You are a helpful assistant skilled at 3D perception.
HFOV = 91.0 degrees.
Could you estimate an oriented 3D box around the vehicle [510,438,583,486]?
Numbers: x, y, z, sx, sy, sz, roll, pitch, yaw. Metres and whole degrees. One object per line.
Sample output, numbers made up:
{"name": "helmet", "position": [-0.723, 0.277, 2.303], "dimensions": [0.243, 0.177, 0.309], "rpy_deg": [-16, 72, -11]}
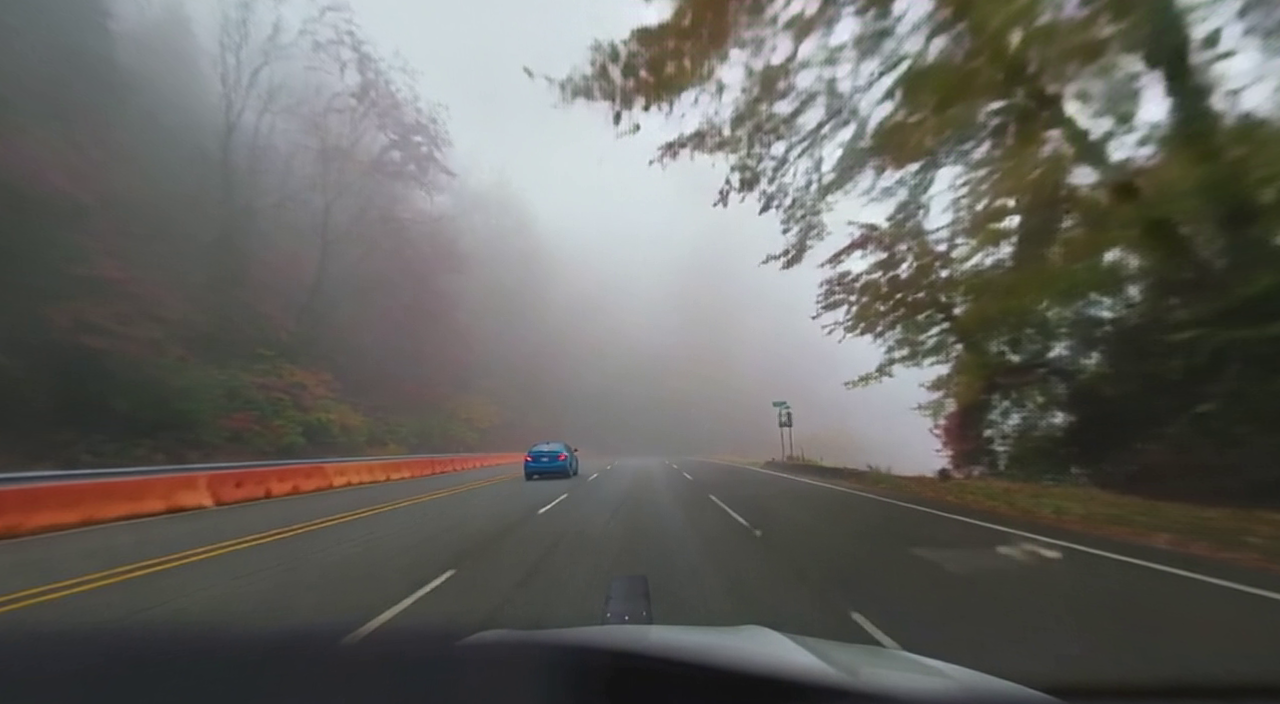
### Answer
{"name": "vehicle", "position": [-3.172, 3.825, 22.201], "dimensions": [1.902, 1.505, 4.016], "rpy_deg": [0, -8, 1]}
